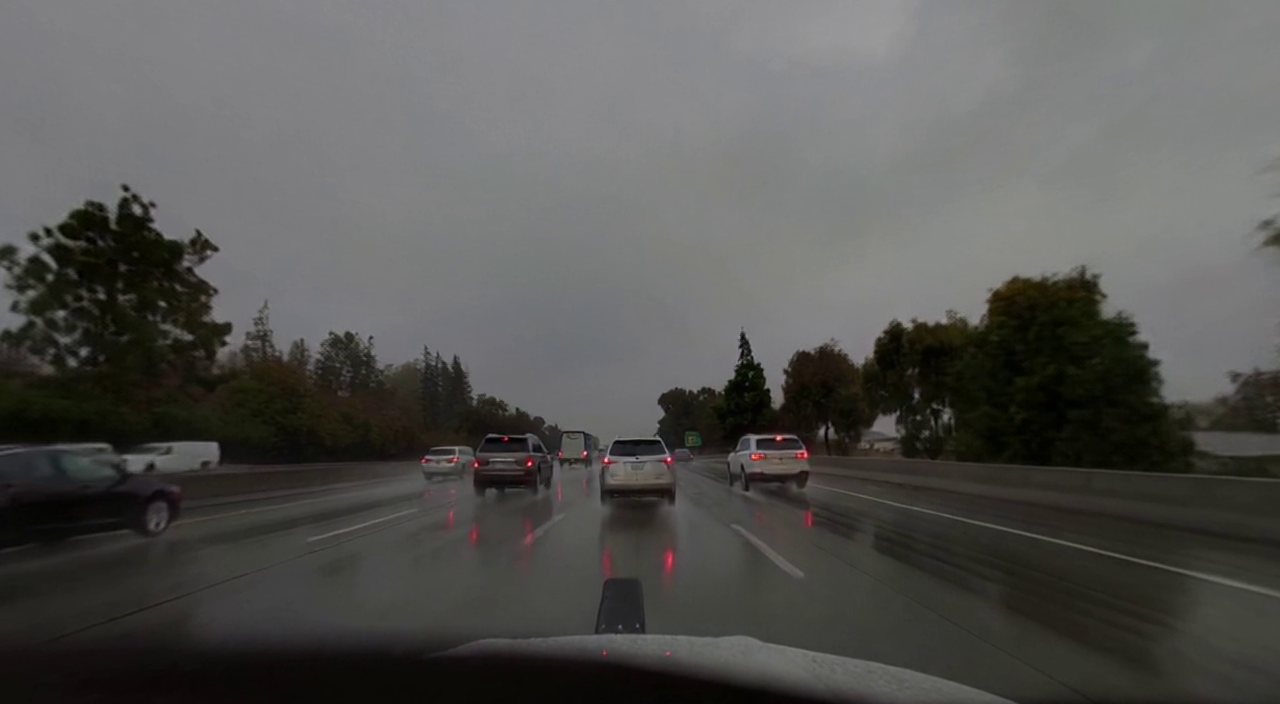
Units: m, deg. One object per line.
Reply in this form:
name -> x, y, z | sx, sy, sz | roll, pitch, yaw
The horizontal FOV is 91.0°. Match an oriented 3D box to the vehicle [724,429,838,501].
vehicle -> 3.974, 3.284, 18.802 | 2.175, 1.830, 5.173 | 0, -9, 0

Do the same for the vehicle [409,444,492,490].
vehicle -> -7.181, 4.377, 24.343 | 1.931, 1.617, 4.060 | 0, -9, 0

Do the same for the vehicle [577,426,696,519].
vehicle -> -0.035, 2.581, 13.986 | 2.223, 1.722, 4.177 | 0, -9, 1

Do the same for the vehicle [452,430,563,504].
vehicle -> -3.531, 3.158, 17.703 | 2.142, 1.808, 4.266 | 0, -9, 1

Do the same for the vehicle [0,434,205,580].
vehicle -> -7.720, 1.761, 7.467 | 1.927, 1.514, 4.474 | 0, -9, 0
